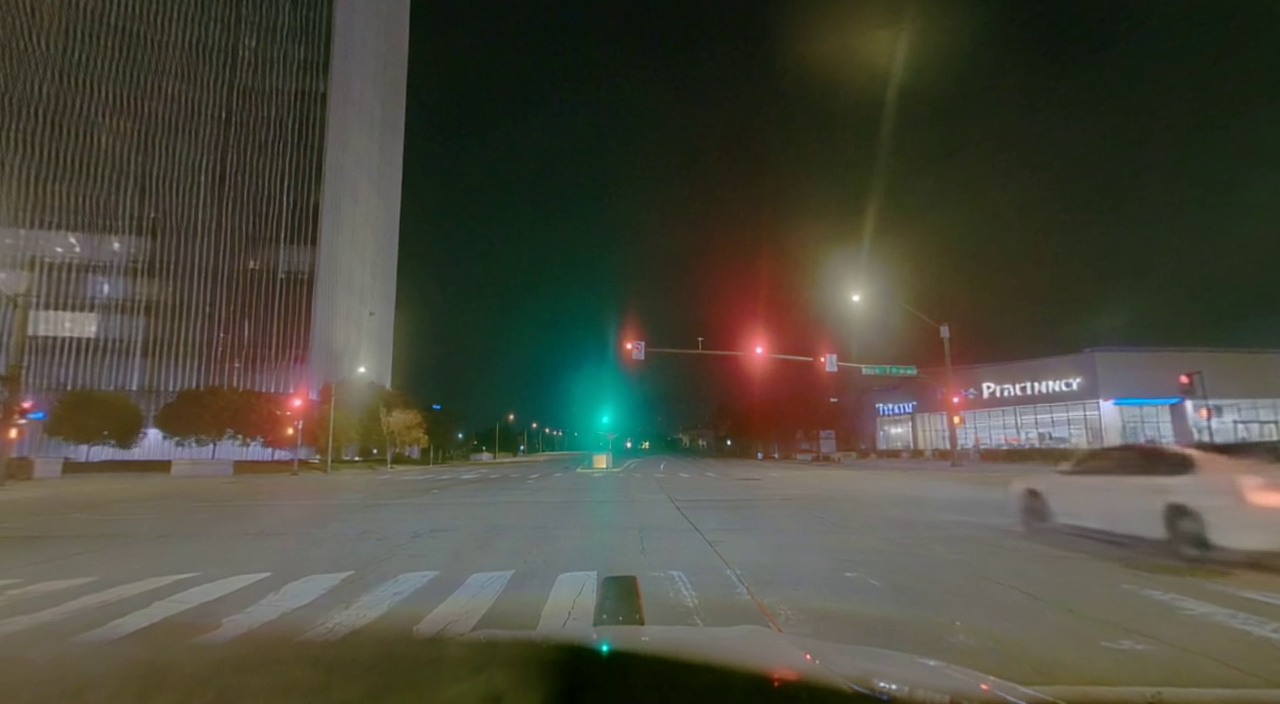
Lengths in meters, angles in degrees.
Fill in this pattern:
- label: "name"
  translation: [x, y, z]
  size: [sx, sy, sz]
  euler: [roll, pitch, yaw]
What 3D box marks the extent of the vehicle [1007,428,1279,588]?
- label: "vehicle"
  translation: [6.877, 1.719, 7.720]
  size: [1.988, 1.466, 4.529]
  euler: [0, -8, -1]
